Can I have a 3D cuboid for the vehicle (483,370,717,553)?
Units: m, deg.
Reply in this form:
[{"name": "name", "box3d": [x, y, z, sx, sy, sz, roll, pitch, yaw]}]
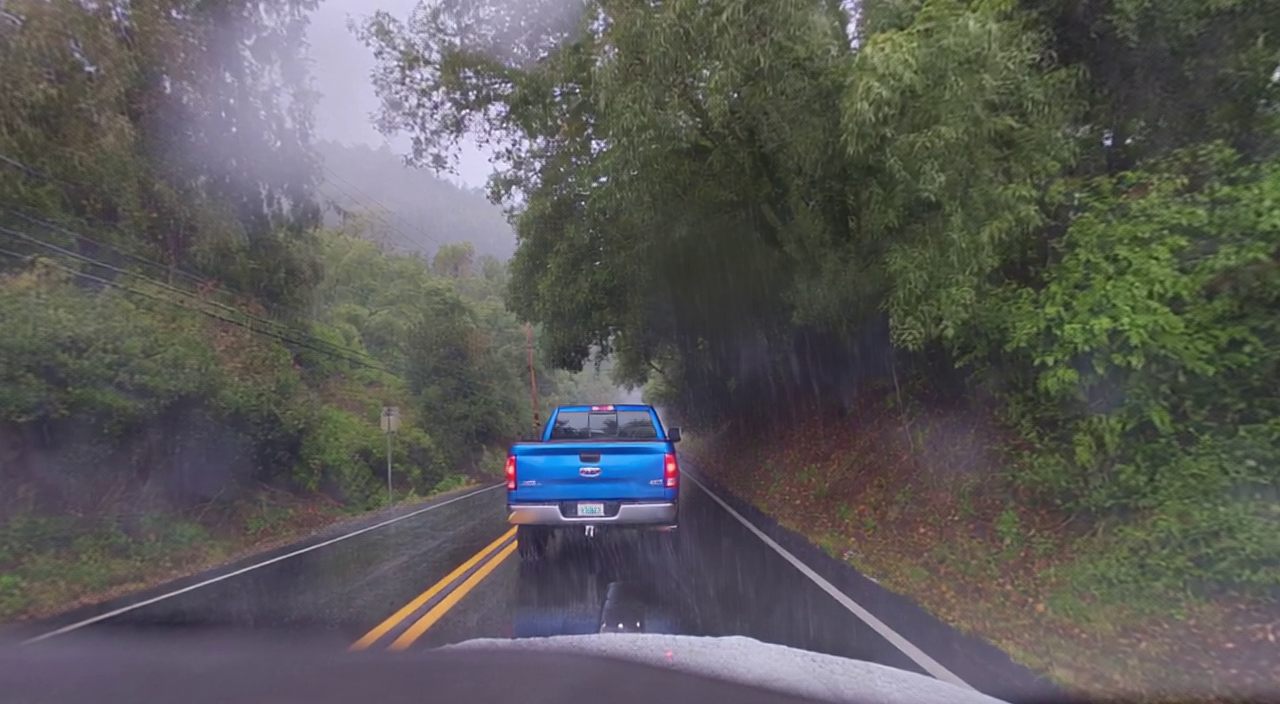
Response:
[{"name": "vehicle", "box3d": [-0.527, 1.763, 10.727, 2.837, 2.223, 5.885, 0, -8, -1]}]
